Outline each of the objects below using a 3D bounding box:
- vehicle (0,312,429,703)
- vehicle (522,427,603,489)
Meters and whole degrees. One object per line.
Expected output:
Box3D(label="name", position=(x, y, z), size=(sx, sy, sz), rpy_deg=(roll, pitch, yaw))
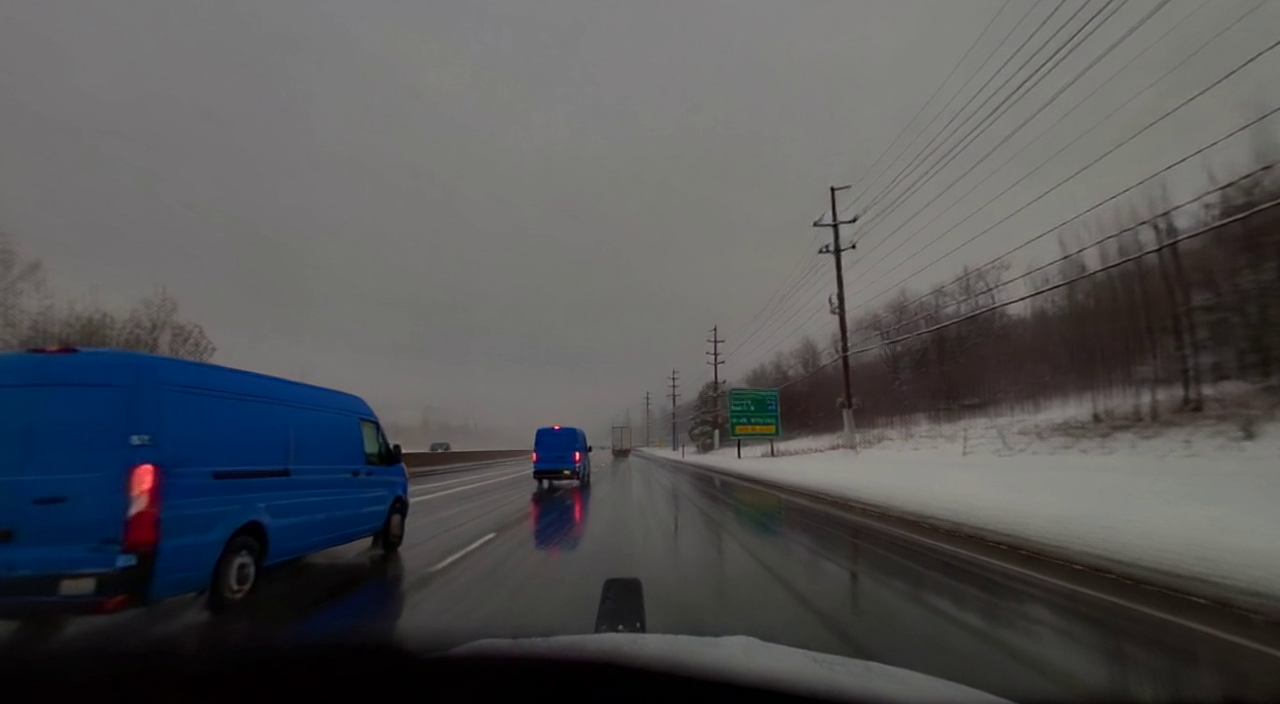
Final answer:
Box3D(label="vehicle", position=(-3.879, 1.162, 5.745), size=(2.145, 2.010, 4.980), rpy_deg=(0, -9, 0))
Box3D(label="vehicle", position=(-2.665, 3.851, 23.108), size=(2.197, 2.011, 5.130), rpy_deg=(0, -9, 1))
